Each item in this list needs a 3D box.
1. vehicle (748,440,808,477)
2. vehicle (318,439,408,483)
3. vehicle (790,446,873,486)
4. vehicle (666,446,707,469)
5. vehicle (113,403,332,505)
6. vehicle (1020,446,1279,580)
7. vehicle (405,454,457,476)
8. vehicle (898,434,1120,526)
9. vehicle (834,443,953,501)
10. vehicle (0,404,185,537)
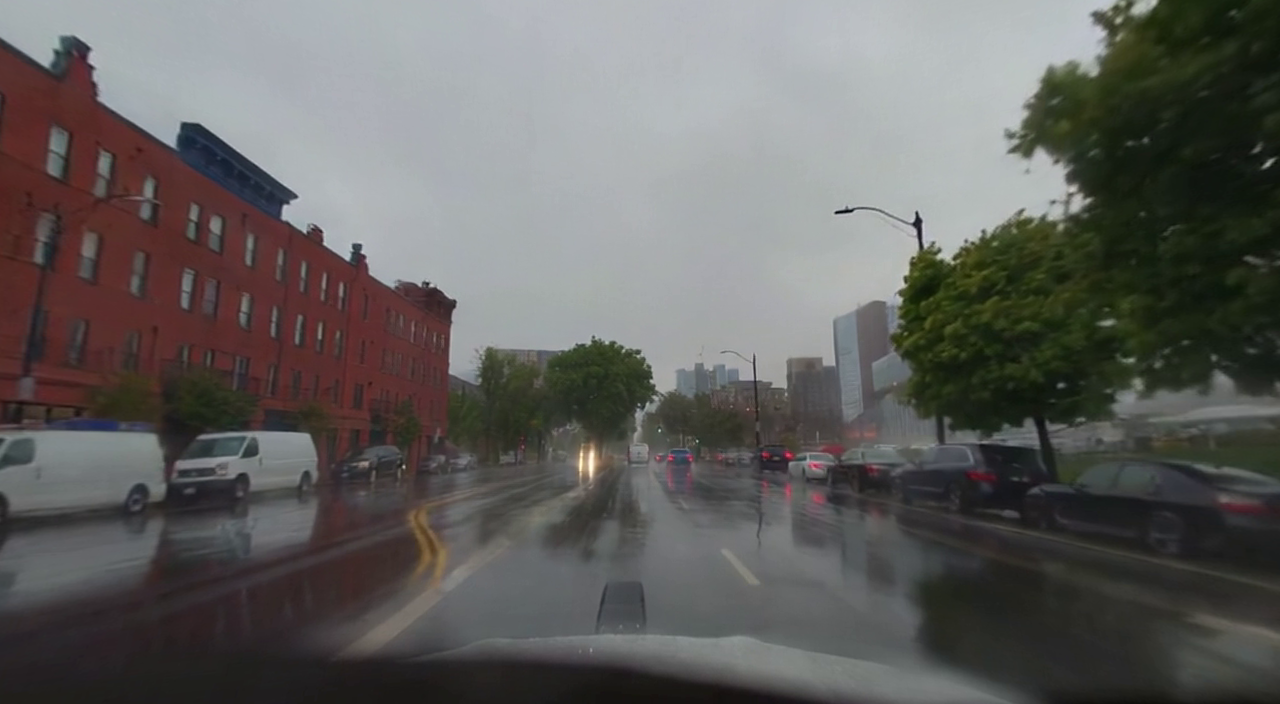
[{"bbox_3d":[7.985,6.229,37.170,2.305,1.984,5.002,-1,-9,-1],"label":"vehicle"},{"bbox_3d":[-14.303,5.791,33.039,2.330,2.013,5.310,0,-12,-1],"label":"vehicle"},{"bbox_3d":[7.869,4.721,26.477,2.018,1.489,4.620,-1,-9,0],"label":"vehicle"},{"bbox_3d":[3.066,7.072,42.576,2.238,1.499,4.964,0,-9,-2],"label":"vehicle"},{"bbox_3d":[-14.567,3.651,22.950,3.047,3.098,6.783,0,-9,2],"label":"vehicle"},{"bbox_3d":[7.982,2.149,9.299,1.817,1.467,4.644,-1,-9,-1],"label":"vehicle"},{"bbox_3d":[-14.885,8.032,45.189,1.953,1.456,4.690,0,-9,2],"label":"vehicle"},{"bbox_3d":[7.985,2.806,14.365,2.174,1.697,4.520,0,-9,-2],"label":"vehicle"},{"bbox_3d":[7.920,3.780,20.192,2.054,1.628,3.841,0,-9,-2],"label":"vehicle"},{"bbox_3d":[-14.805,2.738,14.875,2.719,2.775,6.724,0,-9,4],"label":"vehicle"}]
